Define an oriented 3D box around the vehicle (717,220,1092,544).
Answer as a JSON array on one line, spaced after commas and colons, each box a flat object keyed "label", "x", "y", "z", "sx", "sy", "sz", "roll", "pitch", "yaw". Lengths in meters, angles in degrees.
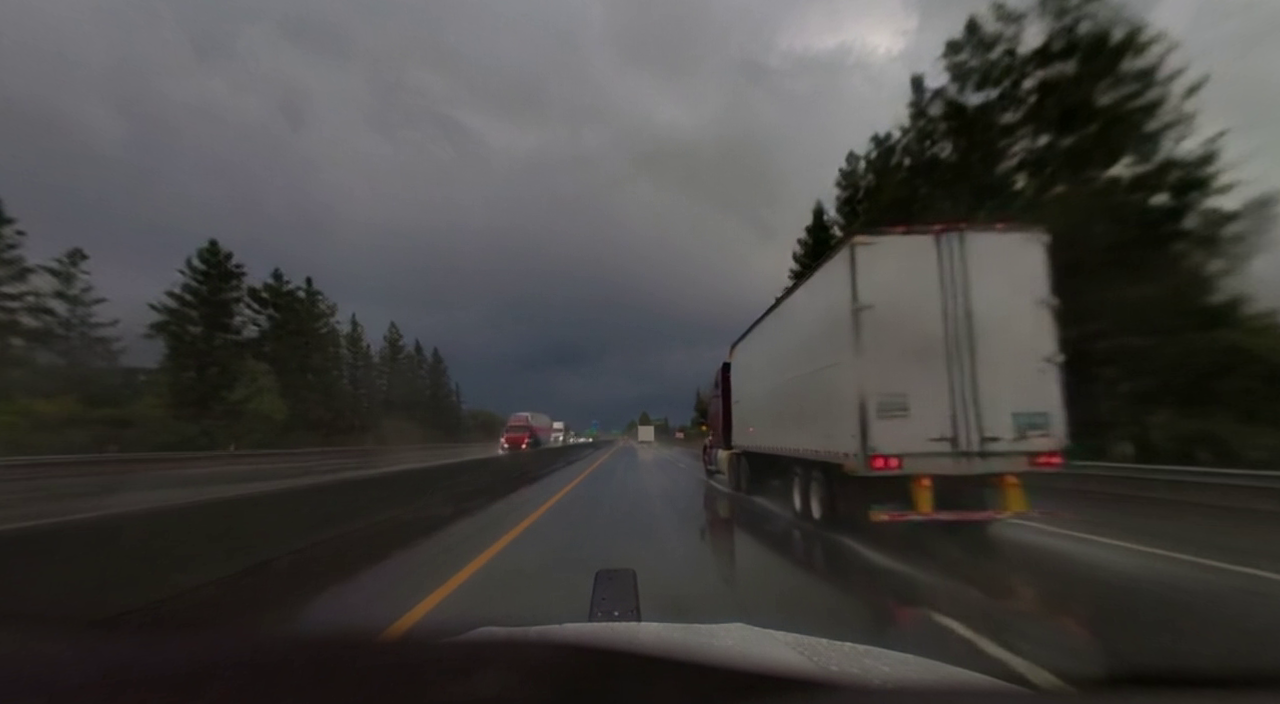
[{"label": "vehicle", "x": 3.840, "y": 1.026, "z": 13.121, "sx": 2.911, "sy": 3.994, "sz": 10.840, "roll": 0, "pitch": -8, "yaw": -1}]
